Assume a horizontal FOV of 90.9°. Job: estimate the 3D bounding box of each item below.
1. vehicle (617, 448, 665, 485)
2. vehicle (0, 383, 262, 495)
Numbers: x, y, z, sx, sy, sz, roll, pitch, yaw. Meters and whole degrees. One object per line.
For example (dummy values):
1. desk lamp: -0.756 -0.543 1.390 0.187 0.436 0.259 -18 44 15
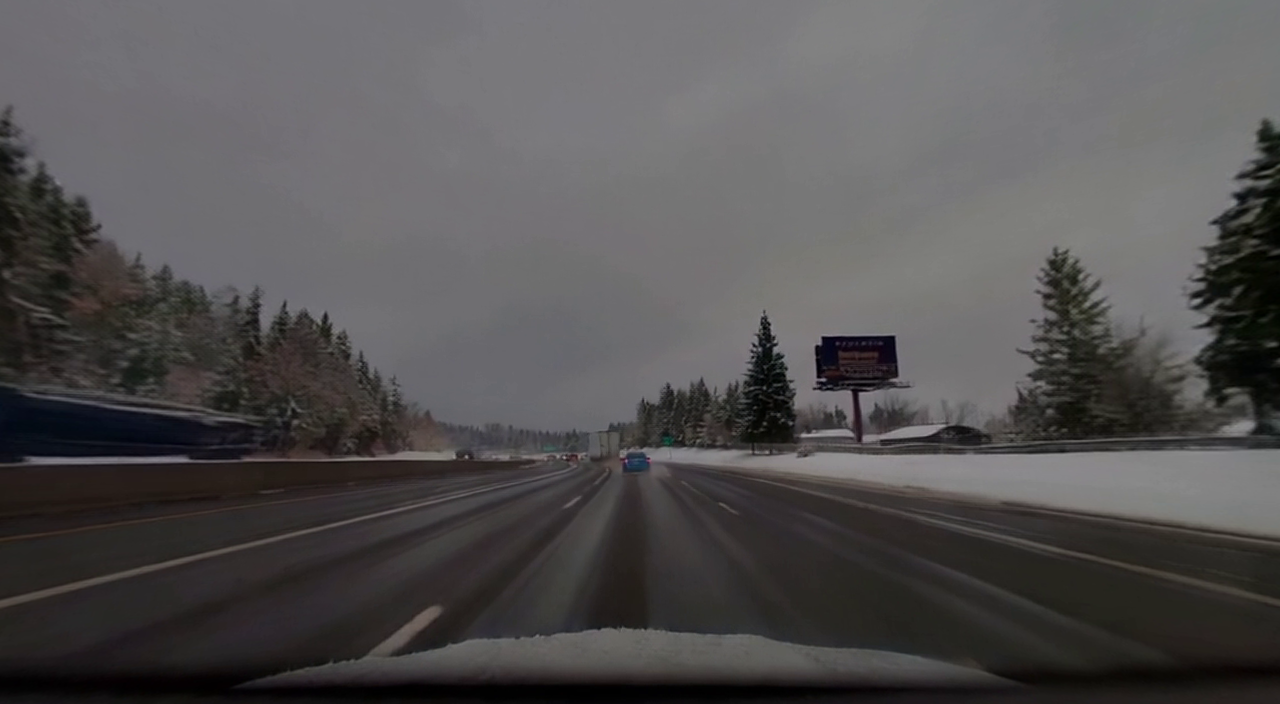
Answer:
1. vehicle: 0.000 5.237 29.191 2.042 1.528 4.300 1 -8 -1
2. vehicle: -25.220 4.415 31.428 2.862 4.146 16.304 1 -9 -1
